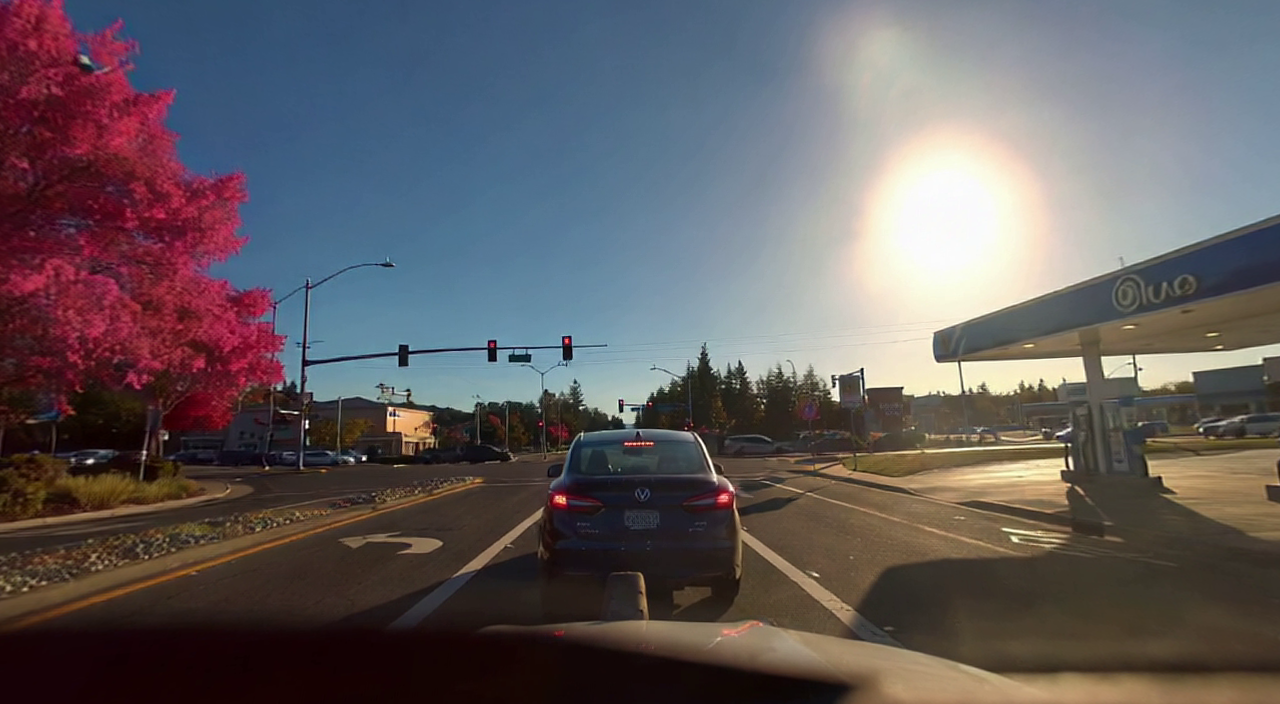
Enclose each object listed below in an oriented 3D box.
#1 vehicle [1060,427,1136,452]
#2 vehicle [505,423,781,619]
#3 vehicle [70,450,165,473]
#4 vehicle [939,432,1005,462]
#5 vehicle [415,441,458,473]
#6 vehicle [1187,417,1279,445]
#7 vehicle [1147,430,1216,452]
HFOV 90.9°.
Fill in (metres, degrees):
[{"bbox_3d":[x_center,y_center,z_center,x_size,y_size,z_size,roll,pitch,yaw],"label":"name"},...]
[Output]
[{"bbox_3d":[34.740,6.624,47.844,4.294,1.557,1.744,-4,-7,1],"label":"vehicle"},{"bbox_3d":[0.009,1.594,6.933,2.112,1.482,4.057,0,-8,0],"label":"vehicle"},{"bbox_3d":[-37.175,7.788,44.978,1.889,1.455,4.813,-3,-9,20],"label":"vehicle"},{"bbox_3d":[18.386,5.242,34.846,2.053,1.495,4.091,-8,-12,44],"label":"vehicle"},{"bbox_3d":[-12.840,6.558,39.564,2.019,1.867,4.660,3,-9,-23],"label":"vehicle"},{"bbox_3d":[36.321,4.864,38.493,1.848,1.581,4.475,0,-8,2],"label":"vehicle"},{"bbox_3d":[40.946,6.713,47.670,3.573,1.432,1.604,-3,-8,2],"label":"vehicle"}]
